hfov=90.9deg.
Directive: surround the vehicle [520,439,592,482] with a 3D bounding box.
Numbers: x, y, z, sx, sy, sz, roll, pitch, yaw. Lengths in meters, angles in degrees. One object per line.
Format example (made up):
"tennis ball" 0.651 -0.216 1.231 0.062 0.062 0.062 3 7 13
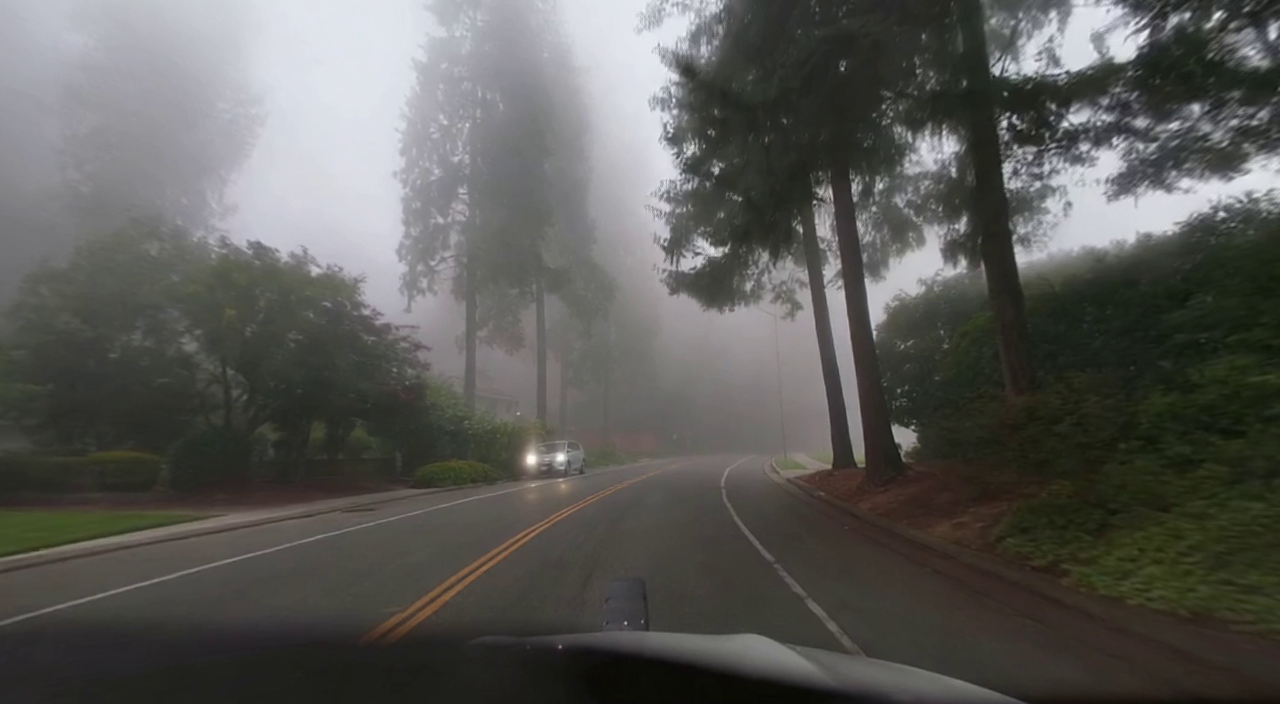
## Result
"vehicle" -3.721 4.906 28.921 2.002 1.601 5.012 -3 -7 7
